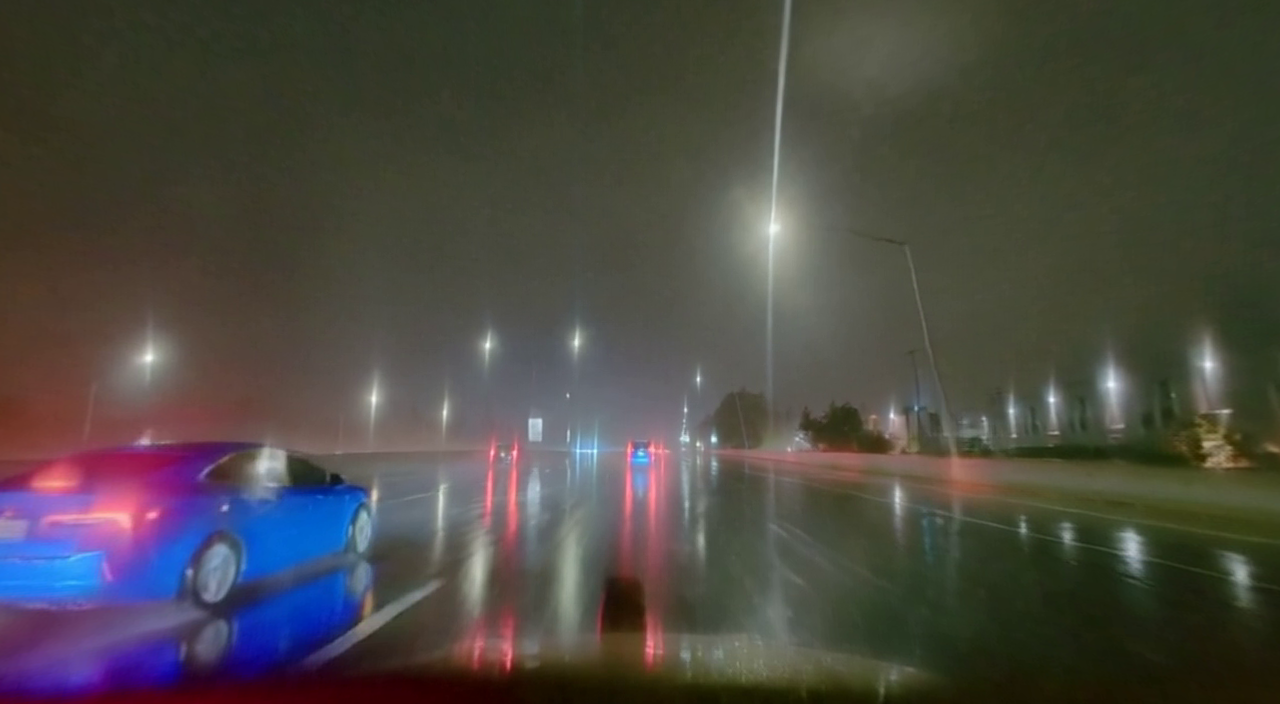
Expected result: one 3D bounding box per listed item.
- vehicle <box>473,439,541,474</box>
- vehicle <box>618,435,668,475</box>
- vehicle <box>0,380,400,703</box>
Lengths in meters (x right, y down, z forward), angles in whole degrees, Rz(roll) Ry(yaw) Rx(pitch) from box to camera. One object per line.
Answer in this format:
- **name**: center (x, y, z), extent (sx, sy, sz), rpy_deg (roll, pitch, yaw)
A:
- **vehicle**: center (-6.251, 4.984, 30.070), extent (1.994, 1.519, 4.668), rpy_deg (0, -9, 3)
- **vehicle**: center (0.169, 4.749, 29.014), extent (2.155, 1.690, 4.318), rpy_deg (0, -9, 1)
- **vehicle**: center (-3.948, 1.259, 5.016), extent (2.124, 1.607, 4.531), rpy_deg (0, -9, 2)
